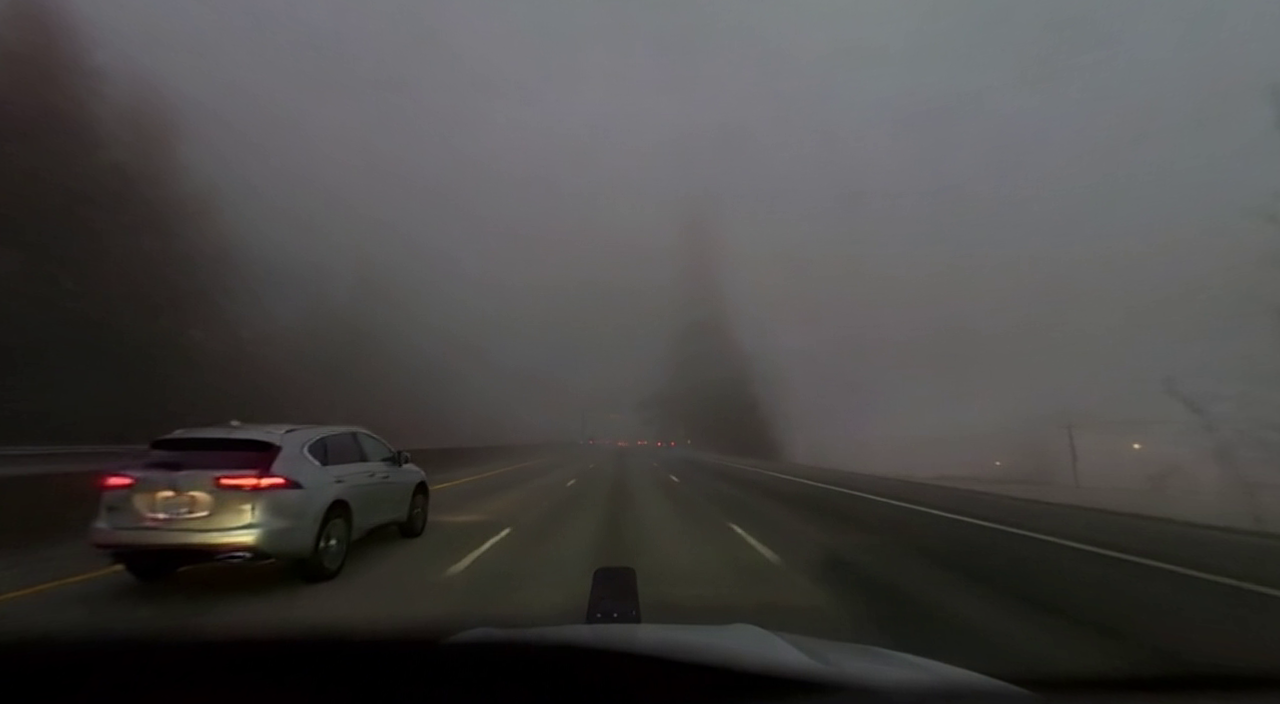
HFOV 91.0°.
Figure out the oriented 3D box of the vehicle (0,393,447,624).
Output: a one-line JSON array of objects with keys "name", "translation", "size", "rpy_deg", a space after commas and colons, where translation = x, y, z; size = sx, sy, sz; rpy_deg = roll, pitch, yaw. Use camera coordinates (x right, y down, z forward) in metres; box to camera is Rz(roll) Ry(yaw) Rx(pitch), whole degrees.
[{"name": "vehicle", "translation": [-3.776, 1.441, 6.769], "size": [2.074, 1.652, 4.273], "rpy_deg": [0, -8, -1]}]
